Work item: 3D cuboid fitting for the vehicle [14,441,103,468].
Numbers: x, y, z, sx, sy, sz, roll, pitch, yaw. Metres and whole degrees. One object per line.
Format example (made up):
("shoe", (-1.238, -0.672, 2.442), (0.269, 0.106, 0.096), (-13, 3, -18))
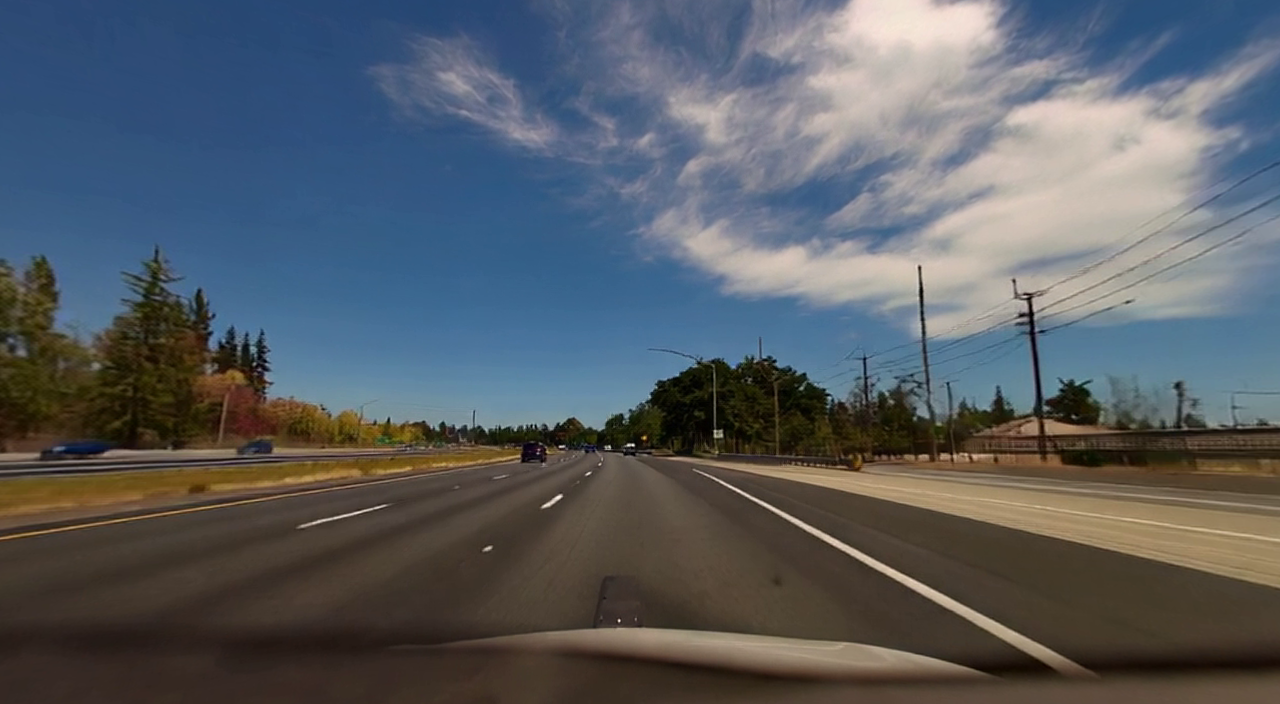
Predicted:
("vehicle", (-41.537, 7.313, 45.304), (2.052, 1.863, 4.692), (0, -8, -3))
